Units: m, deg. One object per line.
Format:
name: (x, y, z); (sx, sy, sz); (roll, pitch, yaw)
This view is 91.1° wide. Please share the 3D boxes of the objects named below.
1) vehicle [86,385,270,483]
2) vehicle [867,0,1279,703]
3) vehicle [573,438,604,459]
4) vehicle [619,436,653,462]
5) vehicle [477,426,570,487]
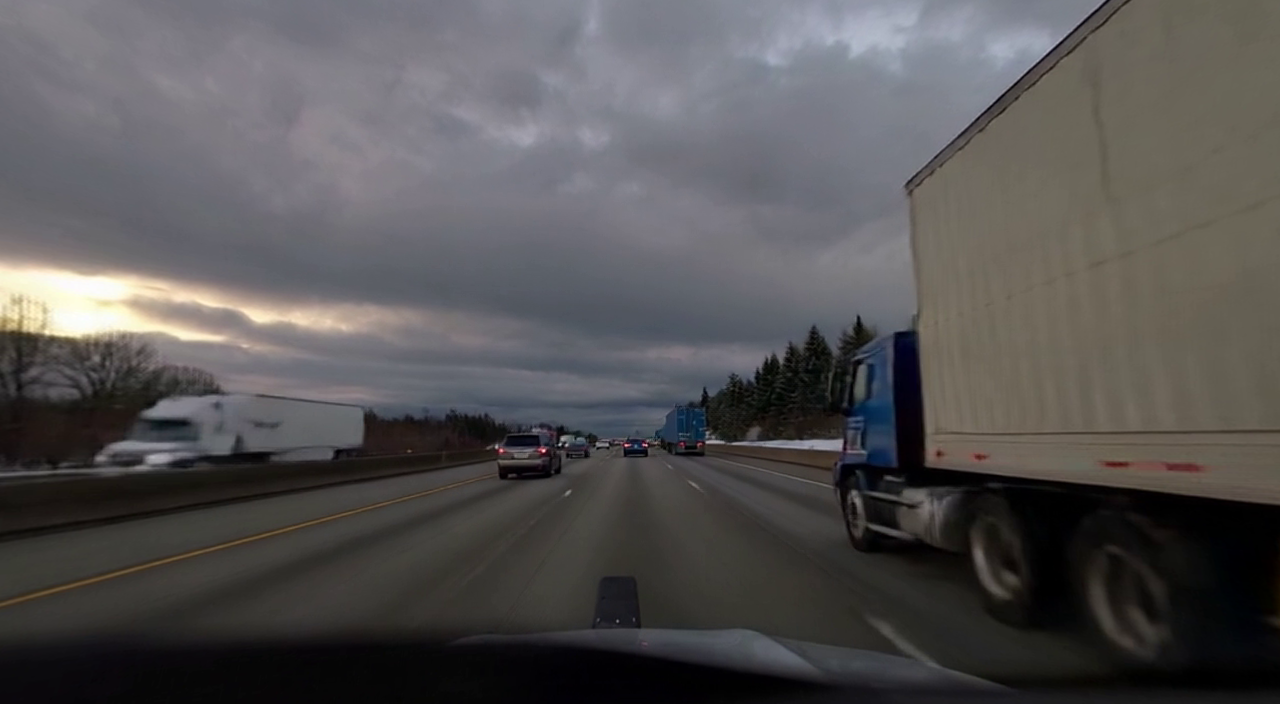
vehicle: (-19.690, 3.585, 27.482); (2.909, 3.719, 6.646); (1, -8, -1)
vehicle: (3.787, -0.235, 2.869); (3.009, 3.673, 6.099); (1, -7, -2)
vehicle: (-3.877, 7.382, 48.076); (2.021, 1.514, 4.190); (0, -8, 0)
vehicle: (-0.318, 6.276, 40.701); (2.088, 1.567, 4.240); (0, -8, -1)
vehicle: (-3.475, 3.207, 19.712); (2.054, 1.671, 4.445); (0, -8, 0)
